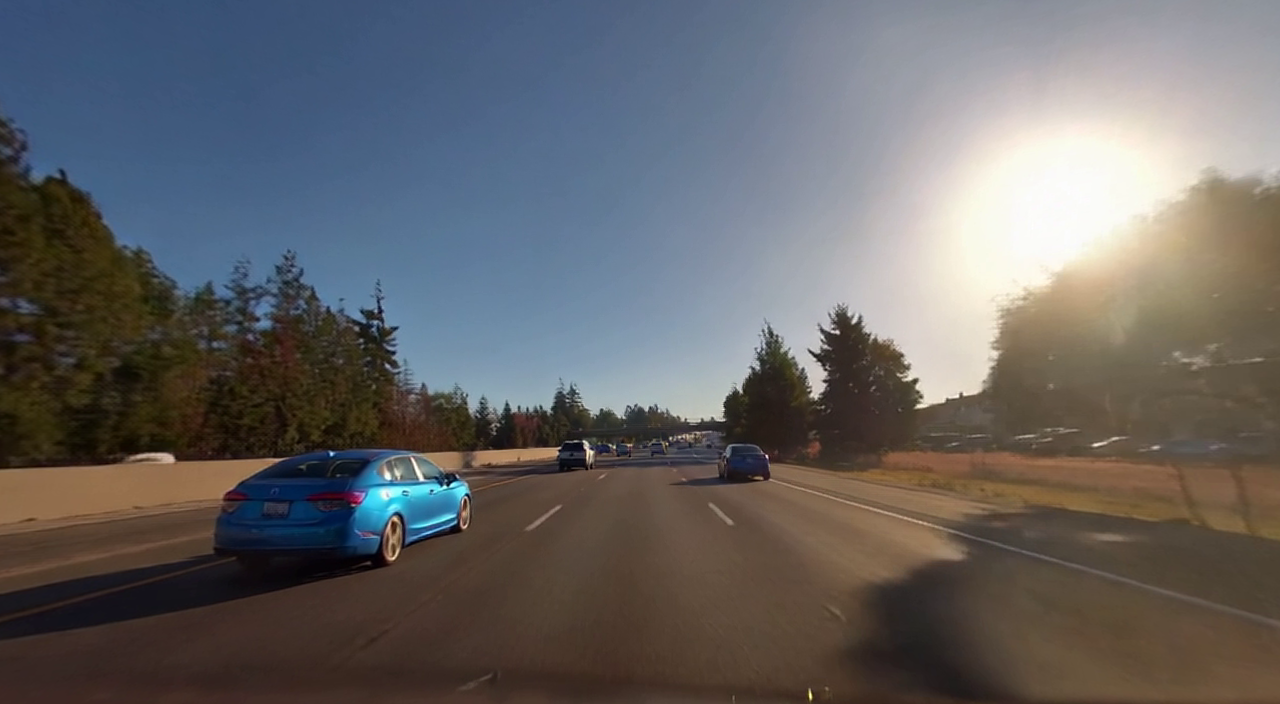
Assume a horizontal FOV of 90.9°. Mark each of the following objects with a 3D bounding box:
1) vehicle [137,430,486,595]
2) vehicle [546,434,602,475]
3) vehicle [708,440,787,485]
[{"bbox_3d":[-3.539,1.791,8.005,1.948,1.475,4.461,0,-8,1],"label":"vehicle"},{"bbox_3d":[-3.153,5.047,31.203,2.122,1.847,4.696,0,-9,2],"label":"vehicle"},{"bbox_3d":[3.812,3.996,23.211,2.100,1.472,4.533,0,-8,0],"label":"vehicle"}]
